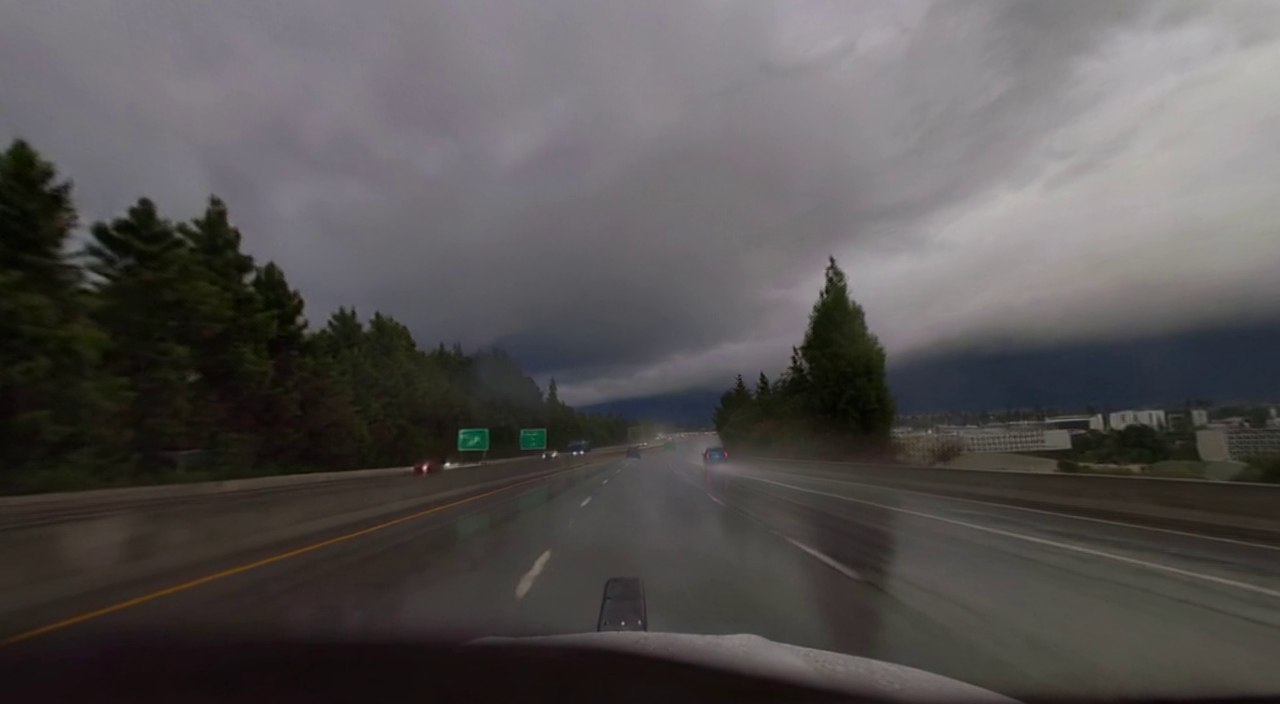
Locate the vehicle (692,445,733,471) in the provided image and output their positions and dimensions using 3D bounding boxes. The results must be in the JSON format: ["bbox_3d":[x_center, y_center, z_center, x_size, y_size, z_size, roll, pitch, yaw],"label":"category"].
[{"bbox_3d":[4.726,6.989,41.585,2.175,1.574,3.943,0,-9,0],"label":"vehicle"}]
